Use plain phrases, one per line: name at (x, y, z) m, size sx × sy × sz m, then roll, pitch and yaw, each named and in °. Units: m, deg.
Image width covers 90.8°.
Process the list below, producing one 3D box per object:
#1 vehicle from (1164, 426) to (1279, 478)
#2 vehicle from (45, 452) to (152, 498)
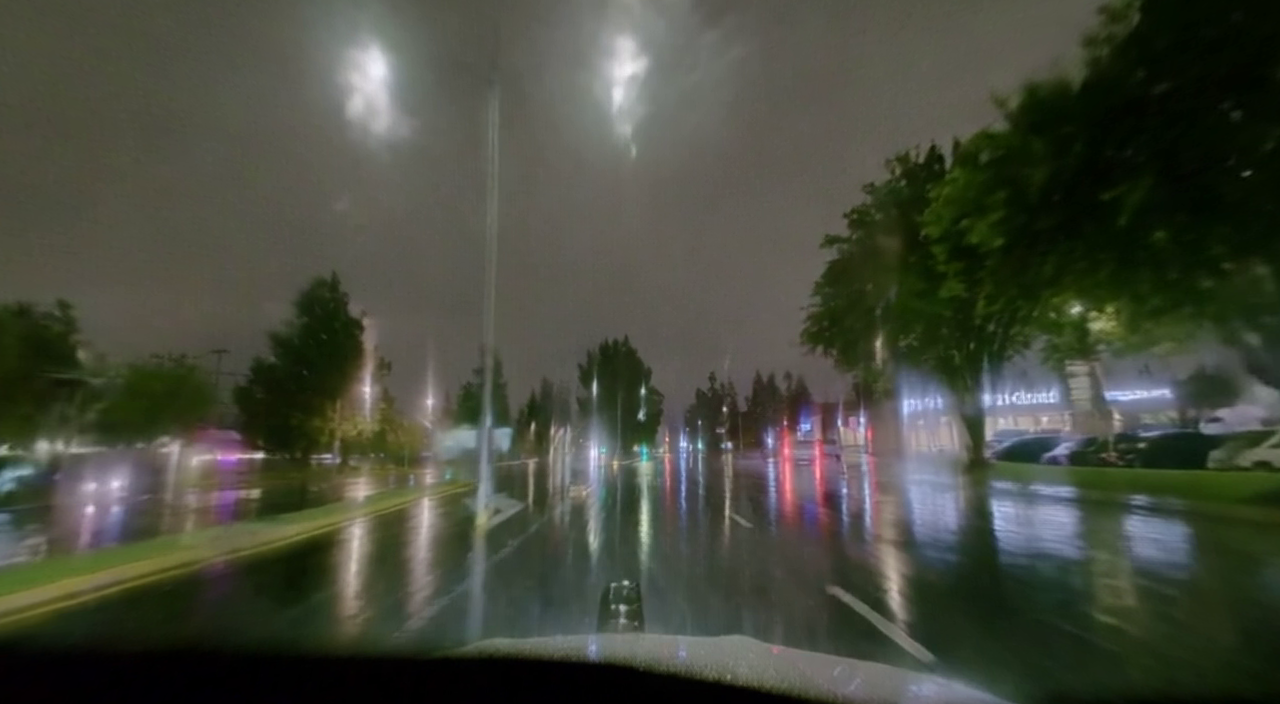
vehicle at (20.011, 3.241, 20.544) m, size 4.082 × 1.567 × 2.011 m, roll 0°, pitch -9°, yaw -1°
vehicle at (-24.972, 5.667, 29.093) m, size 5.468 × 1.809 × 2.141 m, roll -9°, pitch -10°, yaw 32°
